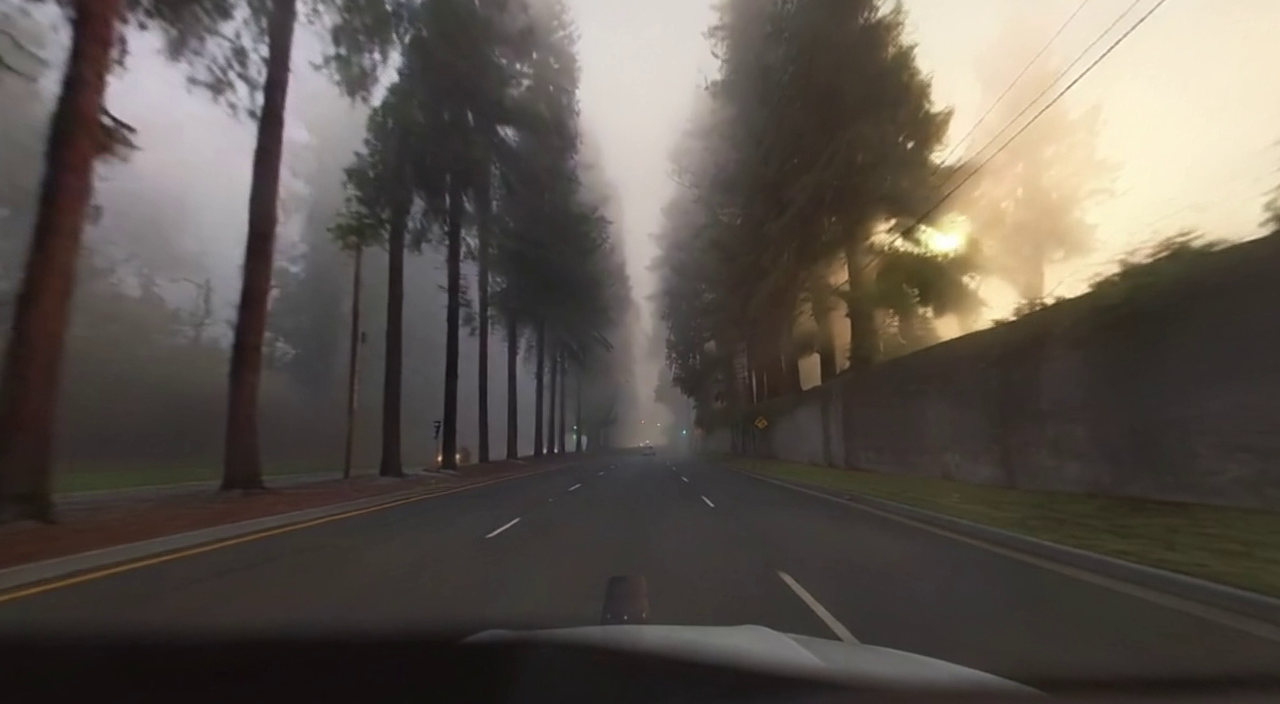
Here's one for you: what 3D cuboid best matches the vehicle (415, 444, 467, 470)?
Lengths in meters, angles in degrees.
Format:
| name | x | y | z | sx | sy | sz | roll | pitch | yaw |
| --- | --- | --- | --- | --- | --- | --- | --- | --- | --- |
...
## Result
| name | x | y | z | sx | sy | sz | roll | pitch | yaw |
| --- | --- | --- | --- | --- | --- | --- | --- | --- | --- |
| vehicle | -14.639 | 7.709 | 46.655 | 2.126 | 1.796 | 4.749 | 0 | -8 | 1 |
